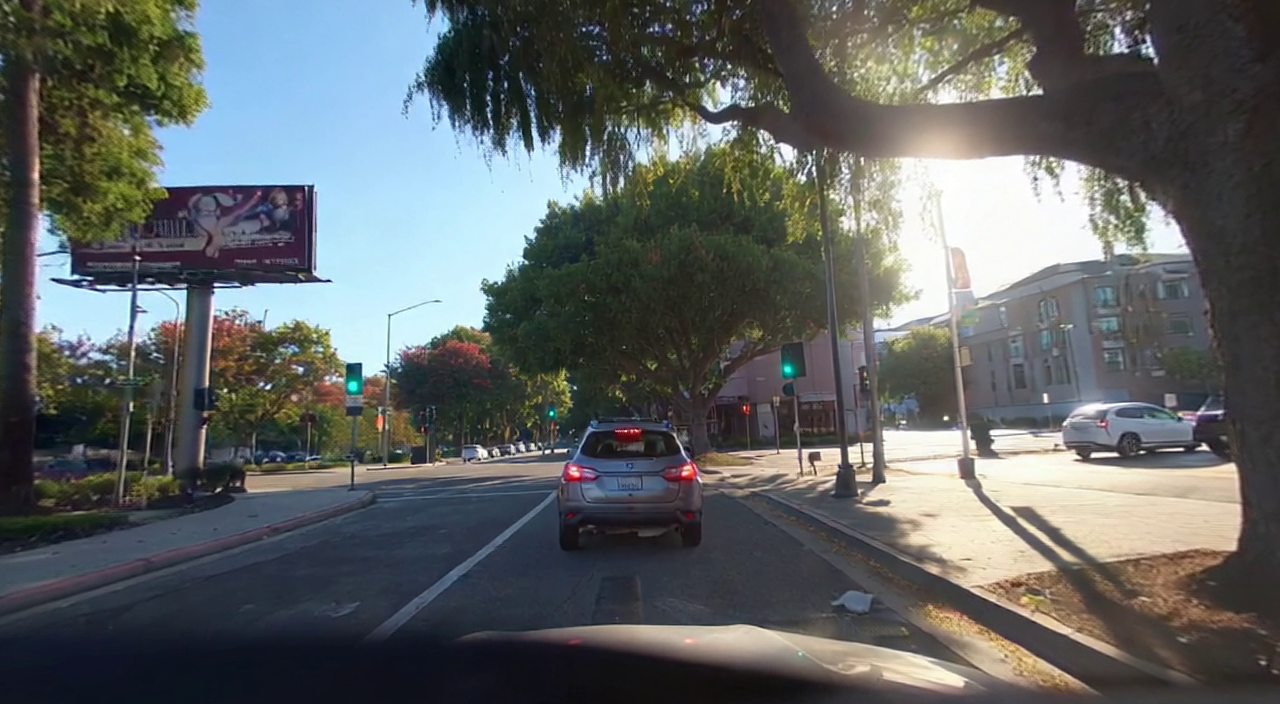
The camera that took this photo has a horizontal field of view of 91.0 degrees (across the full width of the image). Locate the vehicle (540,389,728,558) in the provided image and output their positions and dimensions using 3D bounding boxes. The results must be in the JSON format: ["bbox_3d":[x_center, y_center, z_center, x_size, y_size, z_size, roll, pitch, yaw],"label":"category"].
[{"bbox_3d":[-0.082,1.656,9.181,2.142,1.904,3.816,0,-8,0],"label":"vehicle"}]
